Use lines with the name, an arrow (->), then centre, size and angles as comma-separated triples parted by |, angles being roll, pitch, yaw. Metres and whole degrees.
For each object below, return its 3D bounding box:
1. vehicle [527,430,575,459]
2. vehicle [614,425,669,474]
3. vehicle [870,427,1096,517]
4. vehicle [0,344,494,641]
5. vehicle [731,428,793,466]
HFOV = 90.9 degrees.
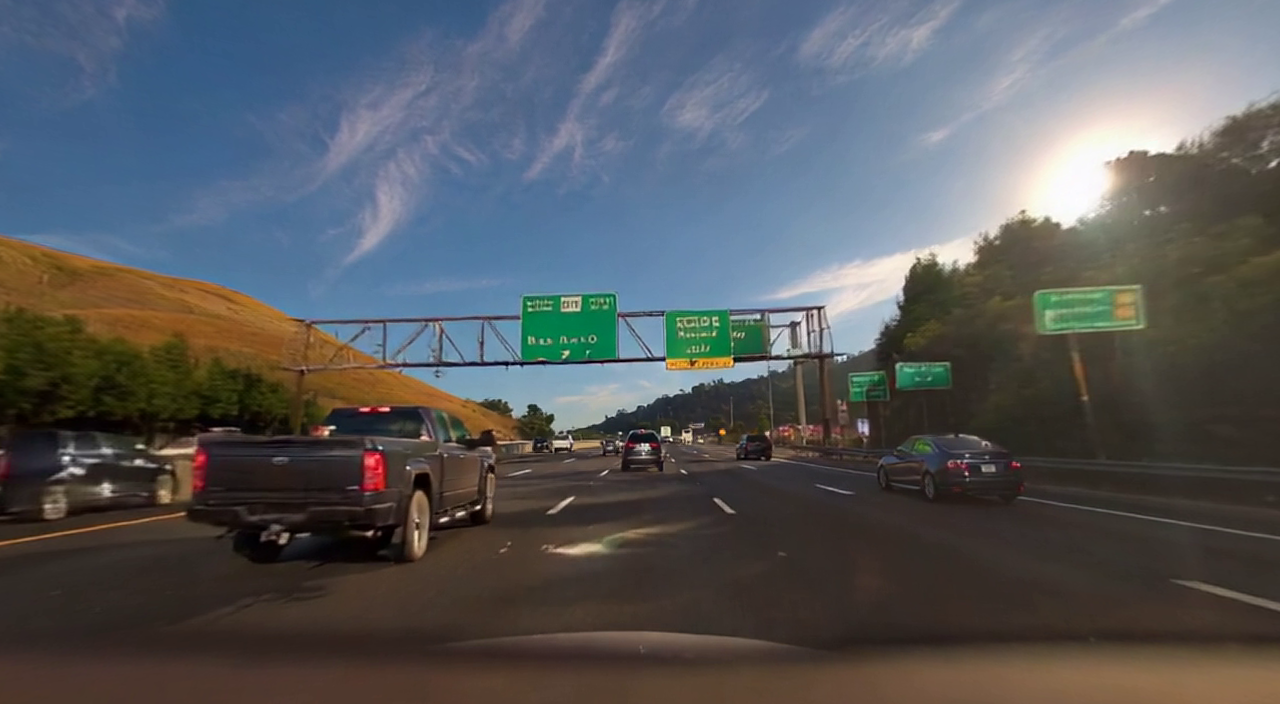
vehicle -> -6.002, 6.361, 43.205 | 2.238, 1.837, 5.979 | -1, -8, 2
vehicle -> 0.068, 3.902, 25.428 | 2.052, 1.808, 3.898 | 0, -8, 0
vehicle -> 6.446, 2.298, 12.576 | 1.998, 1.456, 4.338 | 0, -8, -1
vehicle -> -3.452, 1.352, 7.198 | 2.316, 1.999, 5.765 | 0, -8, -1
vehicle -> 6.136, 4.853, 32.258 | 2.067, 1.775, 4.372 | 0, -8, -3
